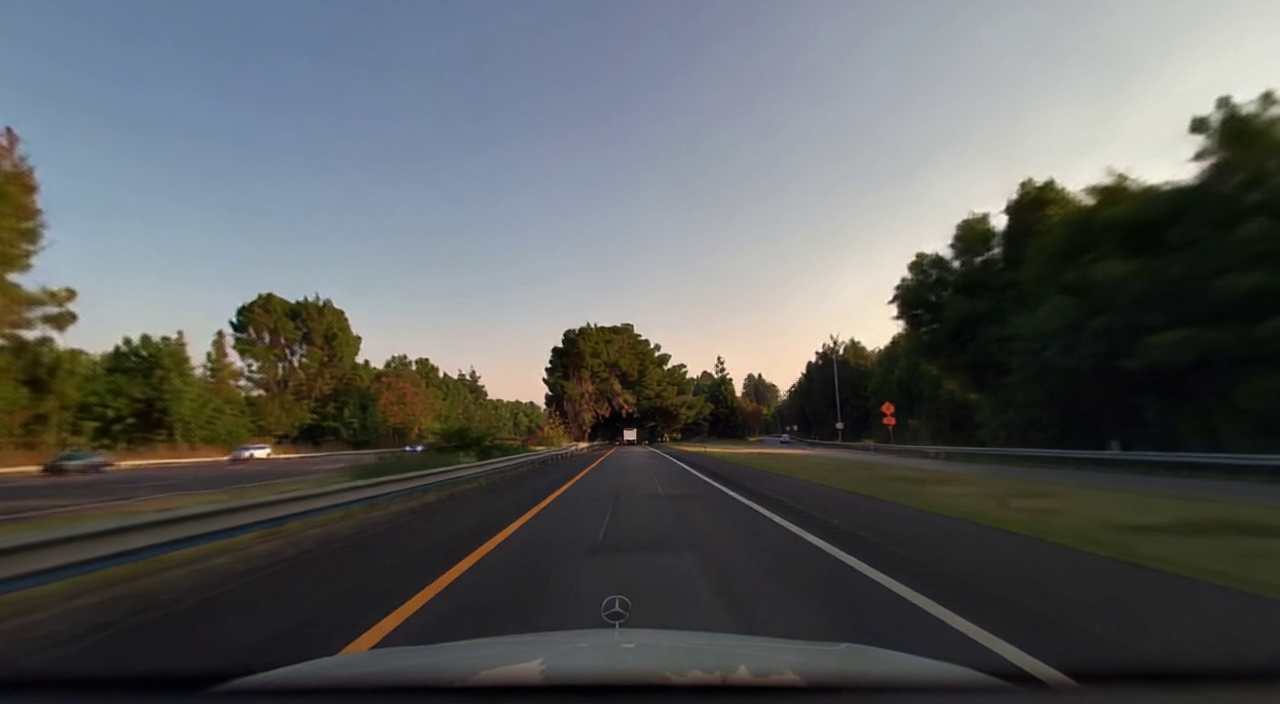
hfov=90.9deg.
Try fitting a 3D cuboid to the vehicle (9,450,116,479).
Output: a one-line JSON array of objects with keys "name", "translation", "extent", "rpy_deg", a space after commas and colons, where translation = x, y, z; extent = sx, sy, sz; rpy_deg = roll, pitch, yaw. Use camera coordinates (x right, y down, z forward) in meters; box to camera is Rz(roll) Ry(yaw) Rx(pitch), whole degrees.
[{"name": "vehicle", "translation": [-33.314, 6.459, 36.535], "extent": [1.835, 1.479, 4.687], "rpy_deg": [0, -8, -1]}]
